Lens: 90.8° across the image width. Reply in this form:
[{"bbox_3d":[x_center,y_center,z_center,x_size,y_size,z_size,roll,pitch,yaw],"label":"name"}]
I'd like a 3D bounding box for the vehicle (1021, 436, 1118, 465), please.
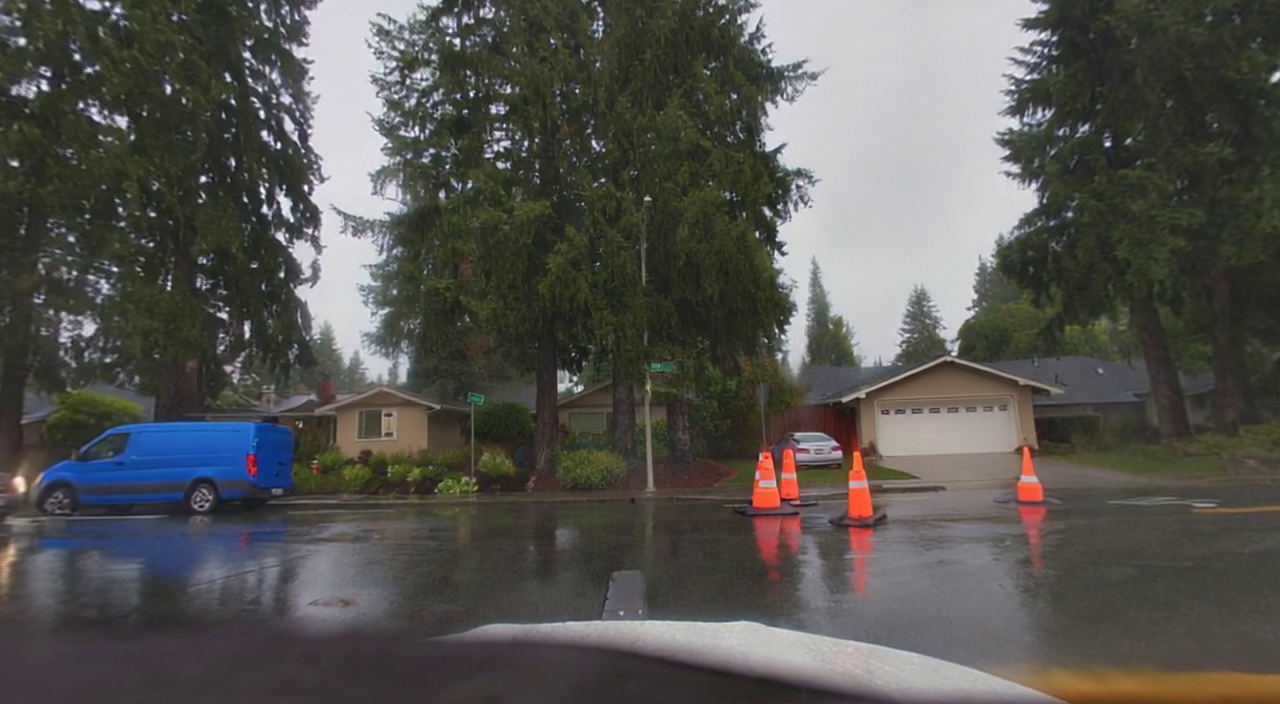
[{"bbox_3d":[22.770,5.221,33.549,3.863,1.453,1.826,1,-8,-5],"label":"vehicle"}]

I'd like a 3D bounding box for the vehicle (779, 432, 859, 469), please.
[{"bbox_3d":[8.061,4.496,28.938,1.893,1.529,4.422,1,-8,-7],"label":"vehicle"}]

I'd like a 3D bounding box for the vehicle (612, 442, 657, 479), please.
[{"bbox_3d":[-0.305,4.756,27.929,1.648,1.430,3.654,4,-8,-4],"label":"vehicle"}]

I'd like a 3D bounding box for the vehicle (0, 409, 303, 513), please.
[{"bbox_3d":[-14.067,3.045,17.448,7.824,2.323,2.863,-3,-10,-2],"label":"vehicle"}]

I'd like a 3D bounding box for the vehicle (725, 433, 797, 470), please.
[{"bbox_3d":[5.346,4.463,28.499,2.007,1.555,4.204,1,-8,-7],"label":"vehicle"}]

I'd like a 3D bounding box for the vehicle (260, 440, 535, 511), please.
[{"bbox_3d":[-6.452,3.395,17.857,6.643,1.777,2.925,1,-8,-5],"label":"vehicle"}]

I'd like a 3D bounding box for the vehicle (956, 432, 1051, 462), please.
[{"bbox_3d":[23.826,6.238,41.549,4.984,1.912,2.132,1,-8,-6],"label":"vehicle"}]

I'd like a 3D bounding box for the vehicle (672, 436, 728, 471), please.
[{"bbox_3d":[2.595,4.533,28.356,1.745,1.461,4.074,1,-8,-6],"label":"vehicle"}]
